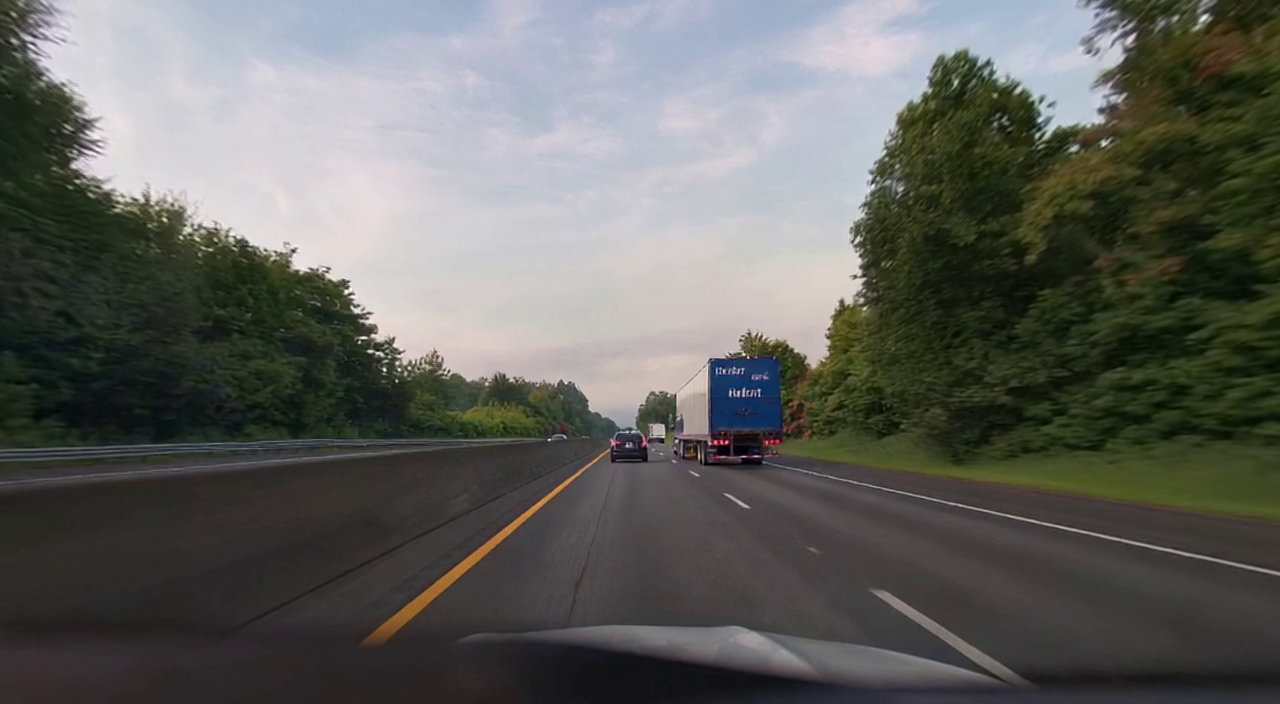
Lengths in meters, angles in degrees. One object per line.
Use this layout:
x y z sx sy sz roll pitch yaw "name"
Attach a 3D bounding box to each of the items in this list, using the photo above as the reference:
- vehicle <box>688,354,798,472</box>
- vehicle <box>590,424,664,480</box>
3.910 2.729 26.646 2.853 4.038 9.832 0 -8 -1 "vehicle"
-0.406 3.113 19.922 2.095 1.557 3.963 0 -8 -1 "vehicle"
